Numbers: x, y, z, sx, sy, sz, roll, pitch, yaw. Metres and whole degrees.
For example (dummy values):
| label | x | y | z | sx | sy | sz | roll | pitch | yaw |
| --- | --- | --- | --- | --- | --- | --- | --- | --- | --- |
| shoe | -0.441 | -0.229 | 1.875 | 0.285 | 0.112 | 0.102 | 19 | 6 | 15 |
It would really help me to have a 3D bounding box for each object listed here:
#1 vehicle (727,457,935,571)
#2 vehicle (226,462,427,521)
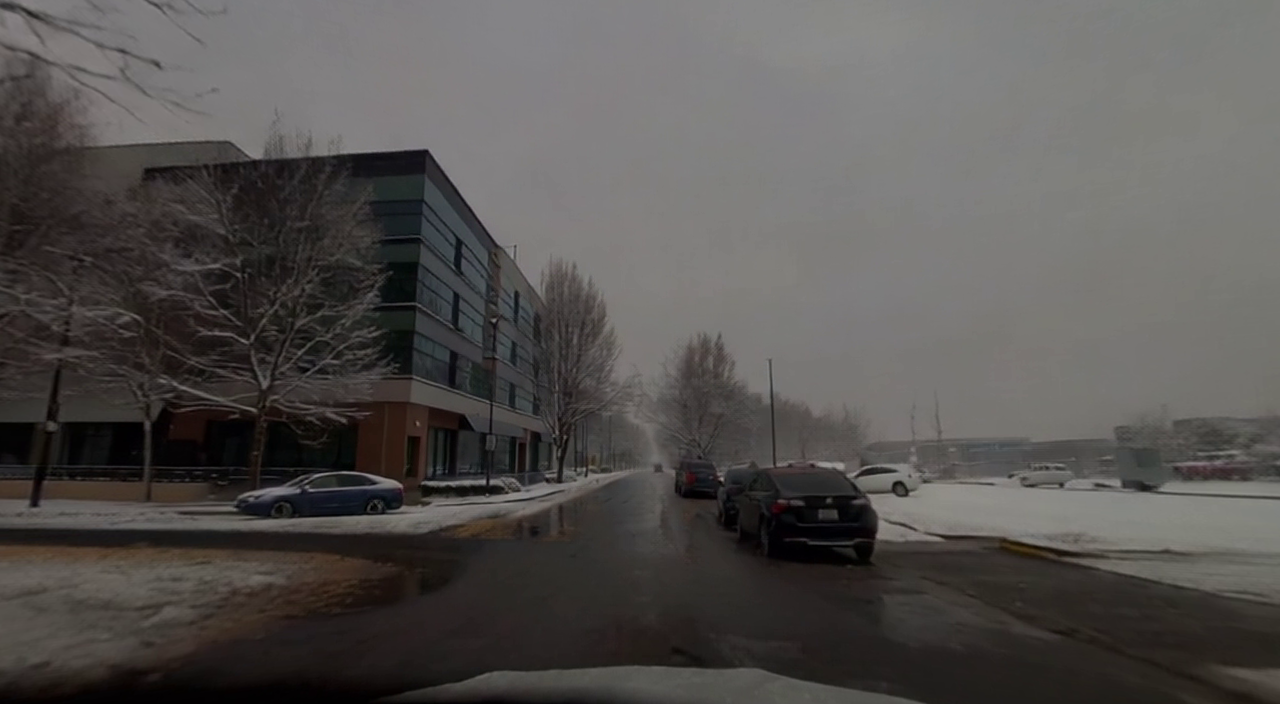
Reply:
| label | x | y | z | sx | sy | sz | roll | pitch | yaw |
| --- | --- | --- | --- | --- | --- | --- | --- | --- | --- |
| vehicle | 2.752 | 2.485 | 10.193 | 2.073 | 1.434 | 3.899 | 1 | -11 | -1 |
| vehicle | -8.946 | 3.969 | 18.216 | 4.770 | 1.448 | 1.983 | 9 | -14 | -38 |
